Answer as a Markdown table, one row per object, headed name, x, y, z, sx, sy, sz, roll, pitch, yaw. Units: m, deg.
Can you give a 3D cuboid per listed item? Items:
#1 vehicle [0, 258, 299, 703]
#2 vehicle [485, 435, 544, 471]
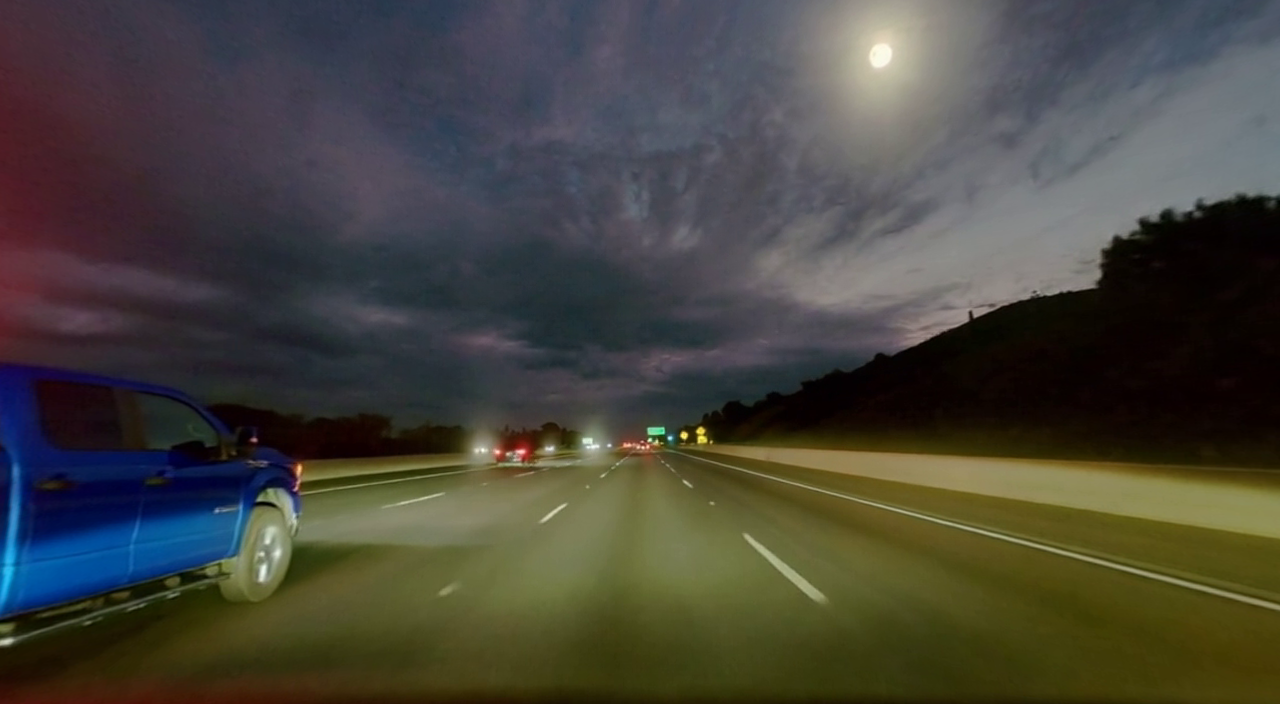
| name | x | y | z | sx | sy | sz | roll | pitch | yaw |
| --- | --- | --- | --- | --- | --- | --- | --- | --- | --- |
| vehicle | -3.690 | 0.488 | 1.445 | 2.339 | 2.004 | 6.171 | 0 | -9 | 0 |
| vehicle | -6.998 | 5.722 | 35.824 | 2.260 | 1.917 | 5.499 | 0 | -9 | 0 |
